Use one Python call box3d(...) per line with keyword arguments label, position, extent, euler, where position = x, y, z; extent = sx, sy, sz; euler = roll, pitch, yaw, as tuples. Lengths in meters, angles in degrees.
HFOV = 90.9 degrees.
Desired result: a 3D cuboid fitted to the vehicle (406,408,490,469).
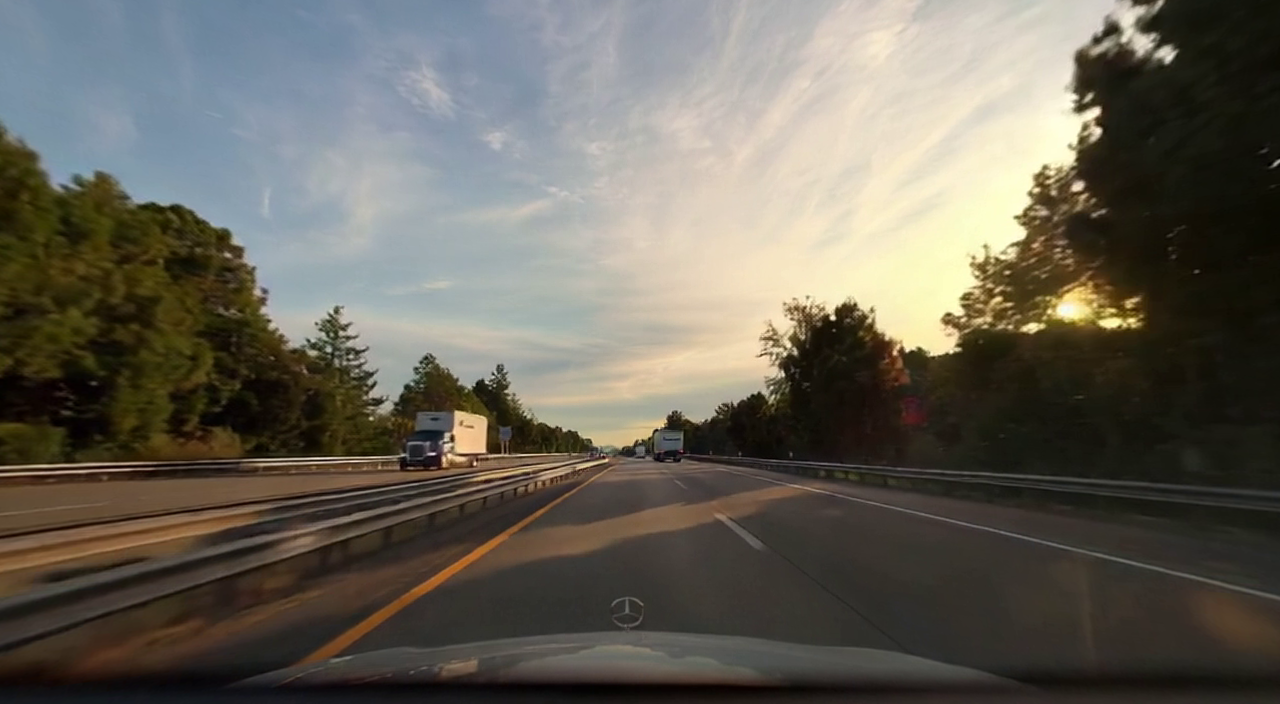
box3d(label="vehicle", position=(-13.542, 6.312, 45.617), extent=(3.001, 3.888, 9.974), euler=(0, -9, 0))
